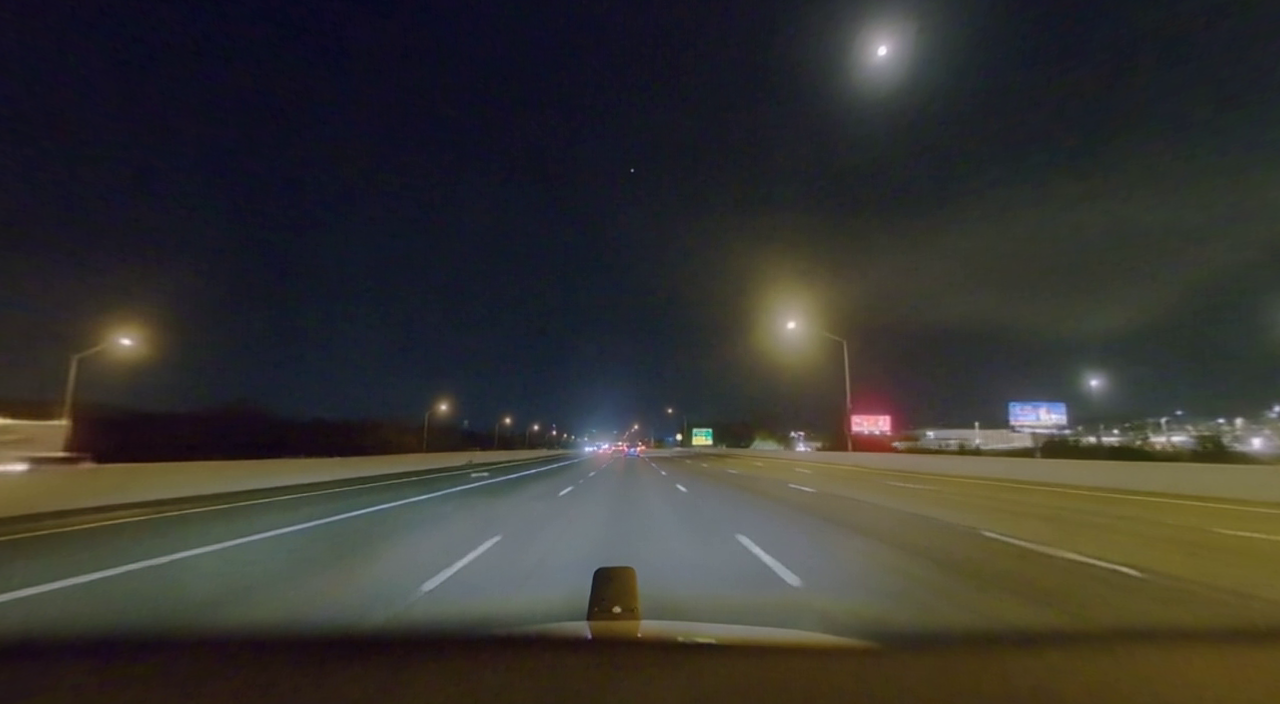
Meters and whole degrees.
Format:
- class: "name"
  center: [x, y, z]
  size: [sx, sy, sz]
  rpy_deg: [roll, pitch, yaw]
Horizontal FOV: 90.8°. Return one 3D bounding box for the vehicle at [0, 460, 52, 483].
- class: "vehicle"
  center: [-42.580, 8.066, 42.649]
  size: [1.756, 1.437, 4.174]
  rpy_deg: [0, -9, 0]
